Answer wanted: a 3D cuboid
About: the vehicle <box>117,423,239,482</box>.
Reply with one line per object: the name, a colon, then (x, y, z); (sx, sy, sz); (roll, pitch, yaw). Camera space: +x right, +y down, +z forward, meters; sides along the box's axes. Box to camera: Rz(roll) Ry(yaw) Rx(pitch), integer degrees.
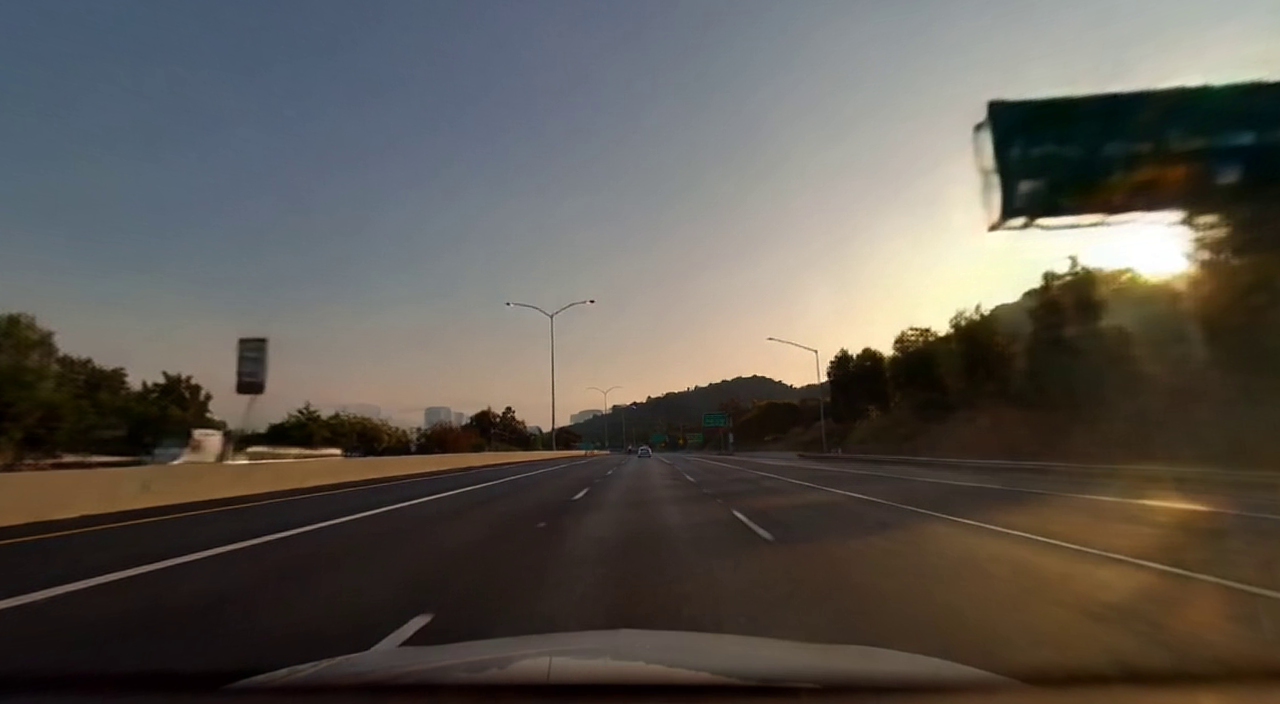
vehicle: (-31.484, 6.888, 43.358); (3.007, 3.704, 6.761); (0, -9, 1)
